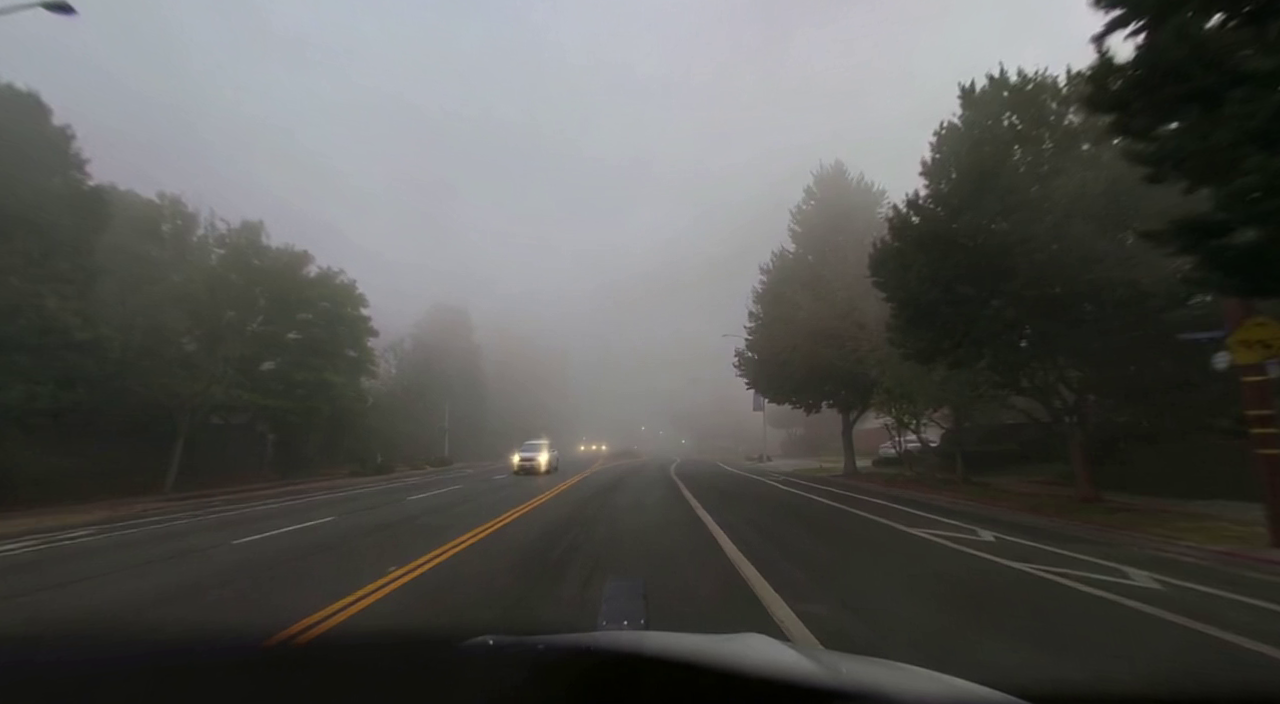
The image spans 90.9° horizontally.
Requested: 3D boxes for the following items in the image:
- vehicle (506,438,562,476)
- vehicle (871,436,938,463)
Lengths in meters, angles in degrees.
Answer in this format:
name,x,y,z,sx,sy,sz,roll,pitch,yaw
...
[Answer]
name,x,y,z,sx,sy,sz,roll,pitch,yaw
vehicle,-4.568,4.571,27.666,1.774,1.525,3.897,0,-9,0
vehicle,16.086,5.964,38.568,1.901,1.547,4.411,0,-9,-4
